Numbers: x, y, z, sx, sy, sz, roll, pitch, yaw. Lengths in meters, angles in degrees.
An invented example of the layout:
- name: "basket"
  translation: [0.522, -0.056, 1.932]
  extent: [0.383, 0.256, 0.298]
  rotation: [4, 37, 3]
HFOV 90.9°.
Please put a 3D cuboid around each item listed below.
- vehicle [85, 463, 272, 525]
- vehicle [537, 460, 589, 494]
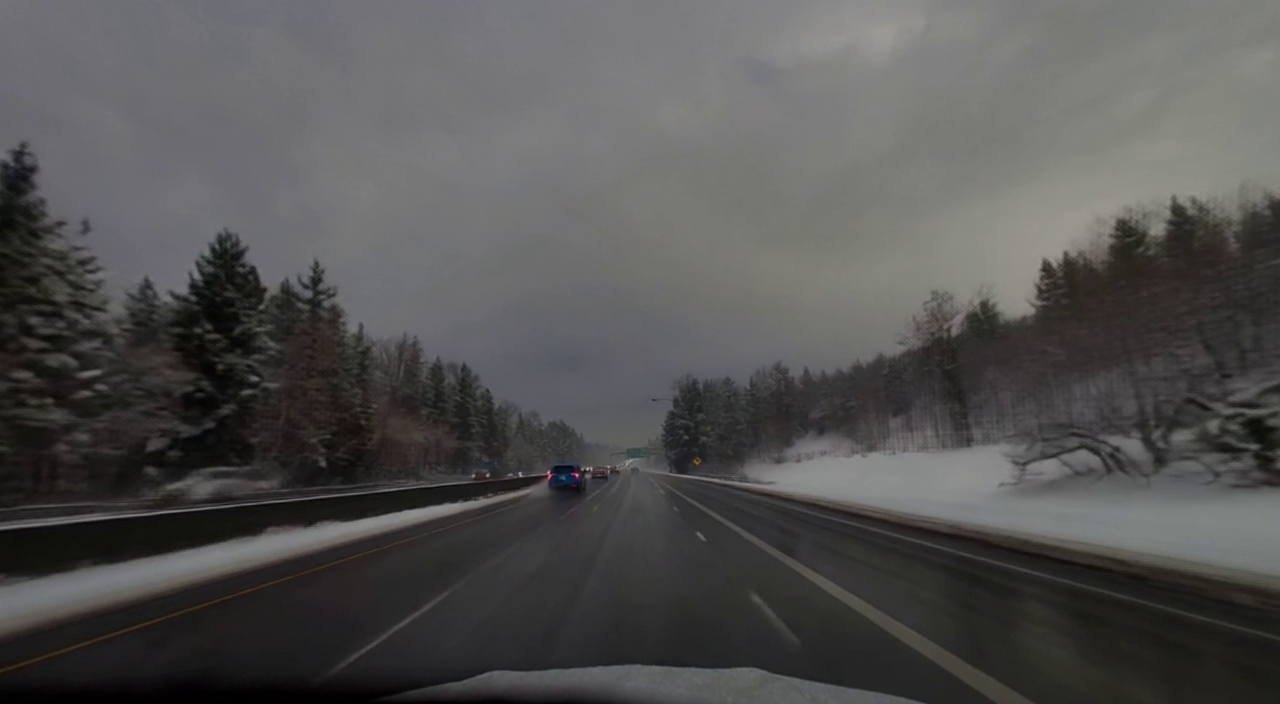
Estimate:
- name: "vehicle"
  translation: [-13.037, 4.020, 18.264]
  extent: [1.942, 1.515, 4.576]
  rotation: [1, -10, 0]
- name: "vehicle"
  translation: [-3.829, 6.359, 32.182]
  extent: [2.068, 1.592, 4.479]
  rotation: [1, -10, 0]
